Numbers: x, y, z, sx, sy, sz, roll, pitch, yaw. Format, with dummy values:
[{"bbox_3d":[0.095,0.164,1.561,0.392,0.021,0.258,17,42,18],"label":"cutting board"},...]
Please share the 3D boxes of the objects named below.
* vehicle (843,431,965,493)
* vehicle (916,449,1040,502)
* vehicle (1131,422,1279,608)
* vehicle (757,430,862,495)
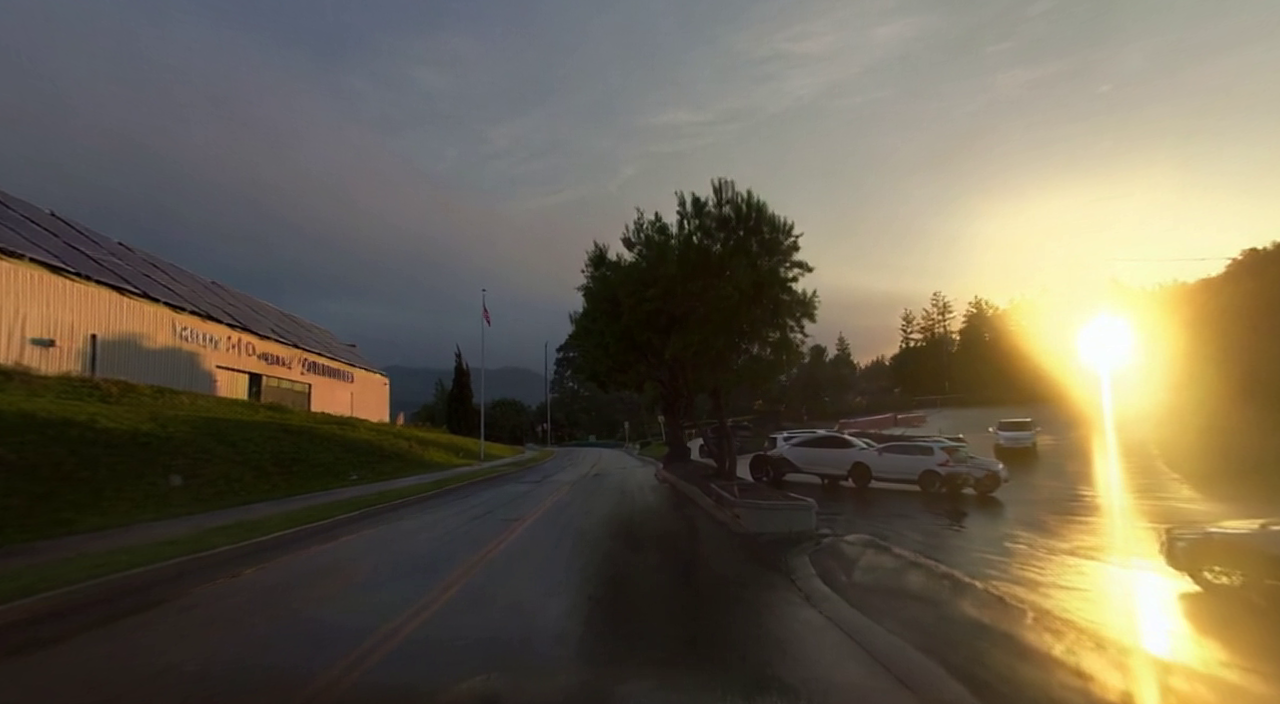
[{"bbox_3d":[8.126,3.435,19.903,1.924,1.713,4.627,-1,-9,1],"label":"vehicle"},{"bbox_3d":[10.632,3.888,20.153,1.819,1.494,3.834,0,-9,0],"label":"vehicle"},{"bbox_3d":[8.044,1.645,6.161,2.113,1.945,4.546,2,-9,-16],"label":"vehicle"},{"bbox_3d":[5.340,3.537,20.476,1.977,1.860,4.237,0,-9,-4],"label":"vehicle"}]
